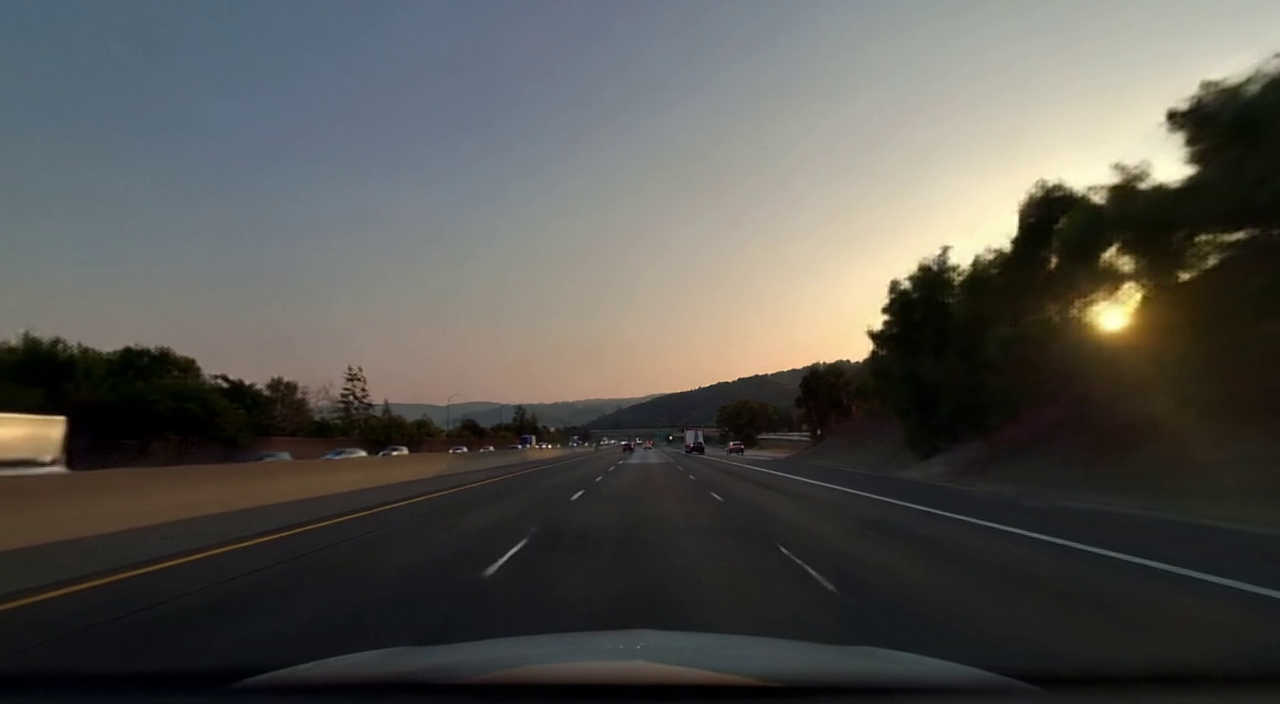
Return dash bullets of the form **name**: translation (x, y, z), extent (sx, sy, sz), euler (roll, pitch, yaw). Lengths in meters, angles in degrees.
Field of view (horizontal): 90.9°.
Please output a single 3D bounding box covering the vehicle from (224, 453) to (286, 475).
- **vehicle**: translation (-28.723, 8.356, 47.201), extent (1.861, 1.475, 4.425), euler (0, -8, -1)
